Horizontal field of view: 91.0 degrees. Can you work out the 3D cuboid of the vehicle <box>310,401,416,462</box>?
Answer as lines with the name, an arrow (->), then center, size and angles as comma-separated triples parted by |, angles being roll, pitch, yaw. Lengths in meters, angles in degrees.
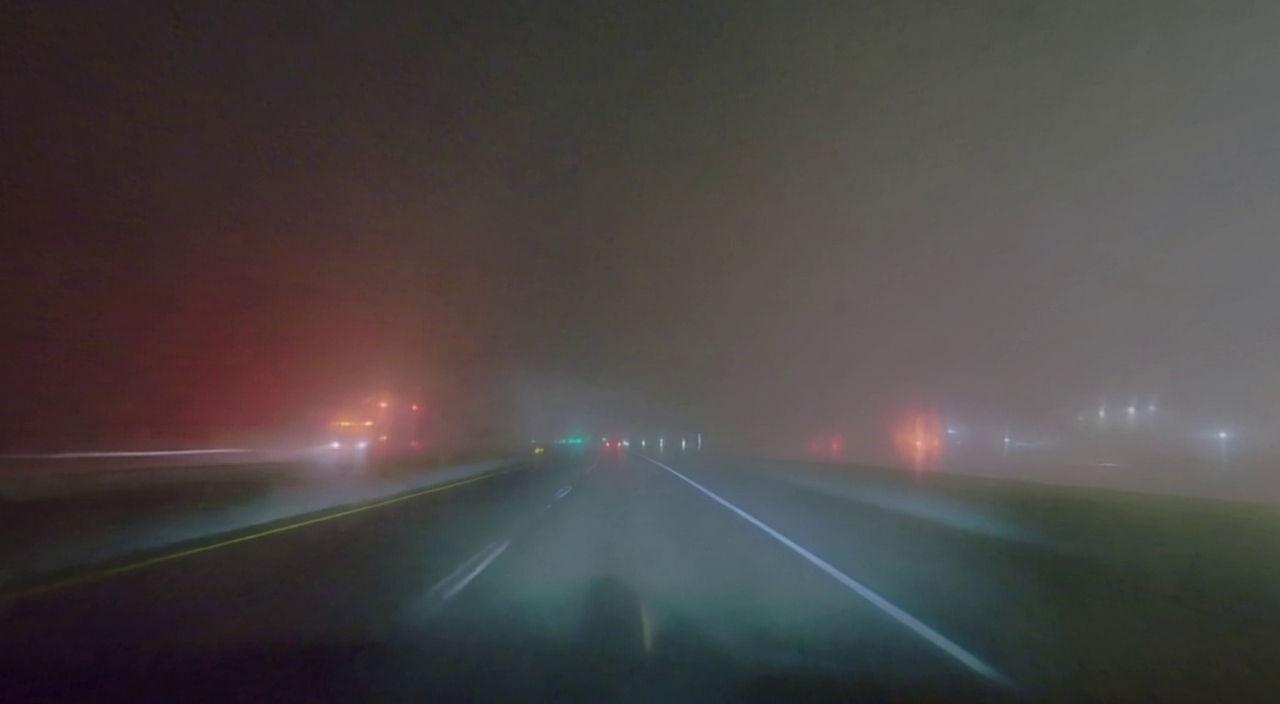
vehicle -> -15.510, 4.629, 35.994 | 2.776, 3.088, 7.592 | 0, -9, -2
